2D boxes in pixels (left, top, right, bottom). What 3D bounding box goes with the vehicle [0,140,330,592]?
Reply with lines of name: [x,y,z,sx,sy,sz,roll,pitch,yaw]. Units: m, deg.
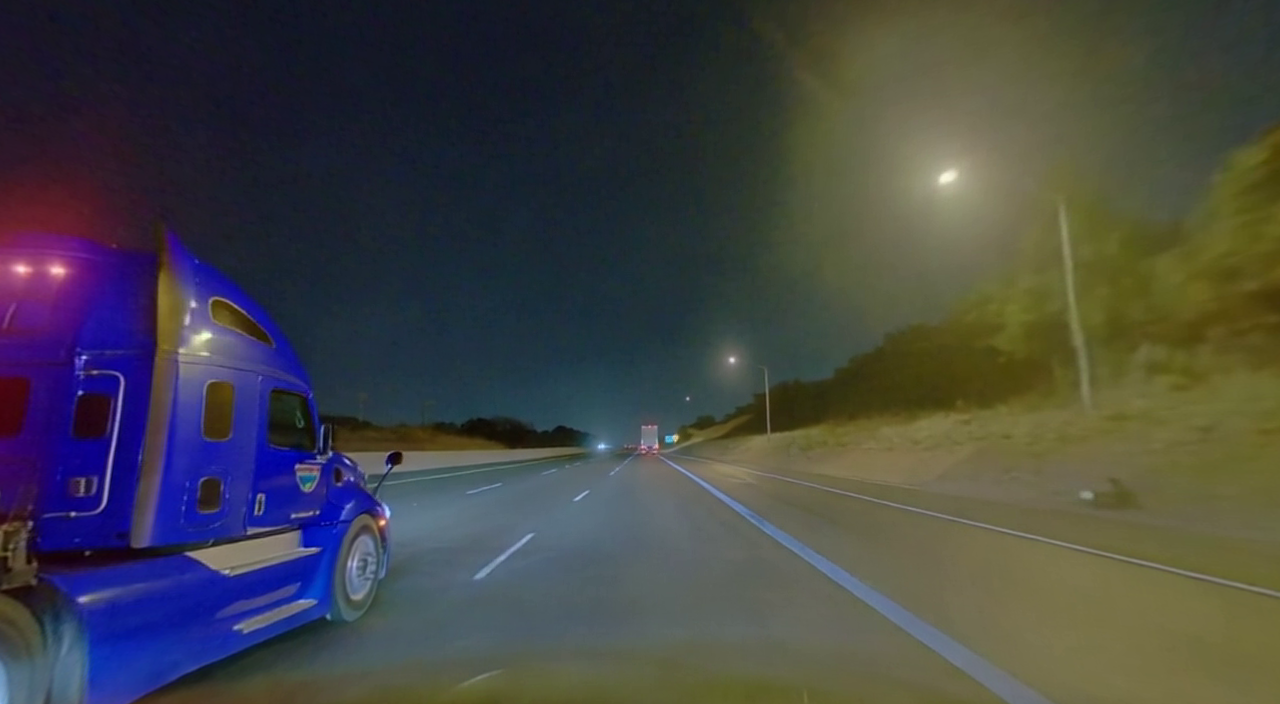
vehicle: [-7.105,0.265,6.537,2.996,3.947,8.600,0,-9,2]
